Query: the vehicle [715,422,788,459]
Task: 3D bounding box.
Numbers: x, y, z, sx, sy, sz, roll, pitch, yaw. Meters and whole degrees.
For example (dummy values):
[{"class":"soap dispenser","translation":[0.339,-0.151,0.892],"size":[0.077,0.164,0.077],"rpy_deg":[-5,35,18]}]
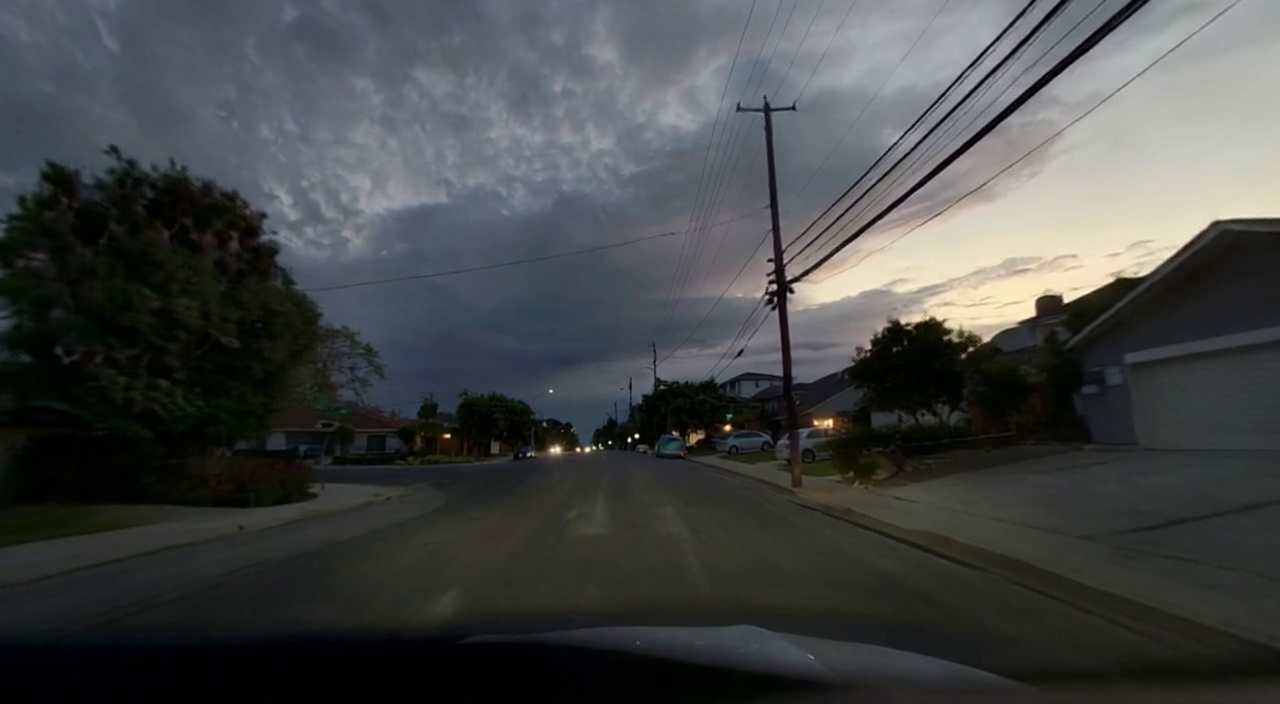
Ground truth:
[{"class":"vehicle","translation":[8.326,6.602,47.365],"size":[4.801,2.139,2.164],"rpy_deg":[-7,-7,-3]}]
